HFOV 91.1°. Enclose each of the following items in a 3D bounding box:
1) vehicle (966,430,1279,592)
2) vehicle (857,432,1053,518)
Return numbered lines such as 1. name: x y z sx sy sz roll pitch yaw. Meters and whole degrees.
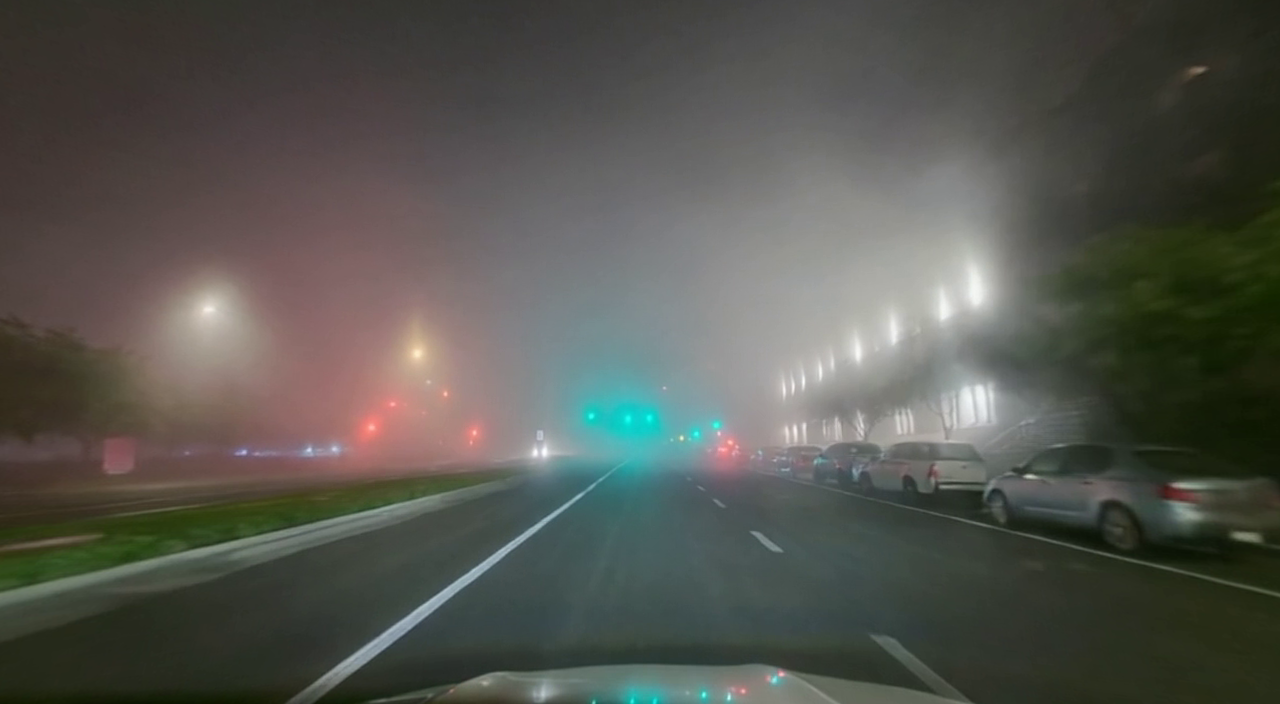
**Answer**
1. vehicle: 6.618 1.874 8.430 2.020 1.520 4.876 0 -9 3
2. vehicle: 6.903 2.733 14.584 1.951 1.627 5.113 0 -9 1
